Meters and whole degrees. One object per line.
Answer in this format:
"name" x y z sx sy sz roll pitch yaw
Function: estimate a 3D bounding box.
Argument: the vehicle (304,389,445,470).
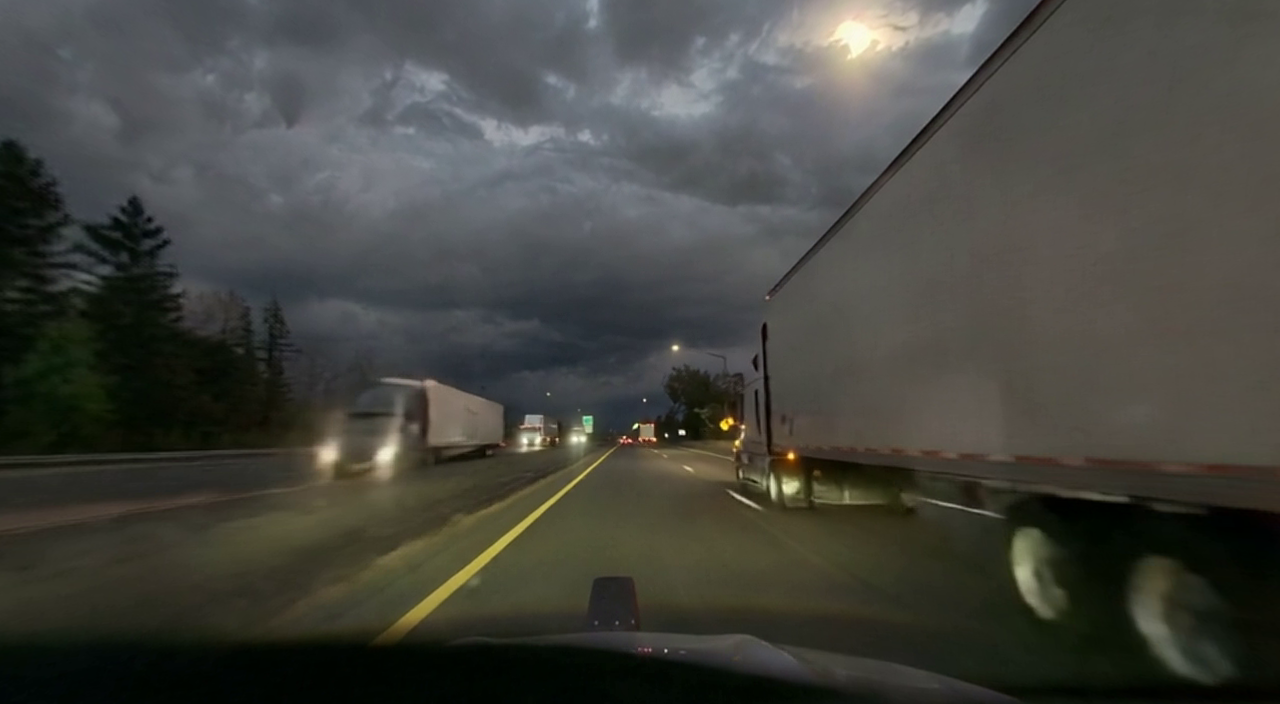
"vehicle" -9.594 2.942 23.737 2.261 2.615 6.889 0 -8 0

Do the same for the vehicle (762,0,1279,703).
"vehicle" 3.952 0.174 6.866 2.911 3.994 10.840 0 -8 -1

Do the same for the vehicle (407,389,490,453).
"vehicle" -13.088 4.938 44.174 2.933 4.039 9.567 0 -8 -1
